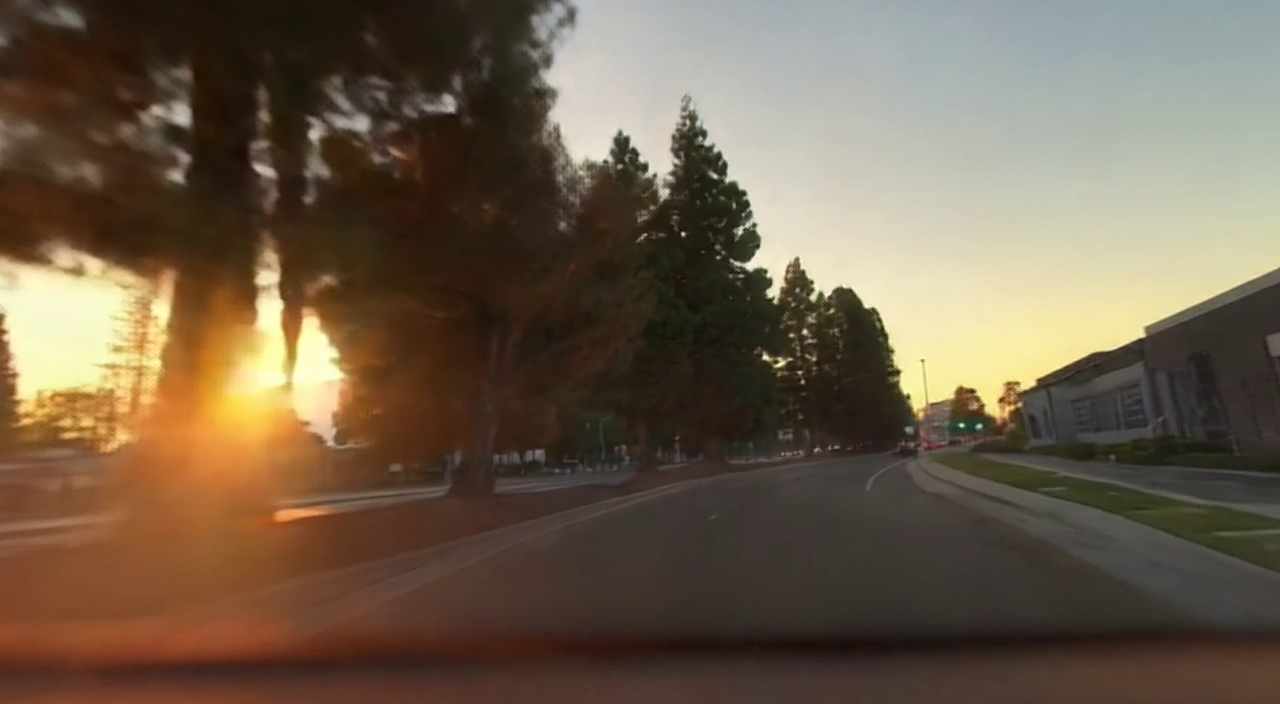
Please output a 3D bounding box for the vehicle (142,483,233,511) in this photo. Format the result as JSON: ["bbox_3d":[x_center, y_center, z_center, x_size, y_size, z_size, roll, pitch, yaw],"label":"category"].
[{"bbox_3d":[-31.269,10.010,43.628,1.824,1.478,4.676,-4,-10,27],"label":"vehicle"}]
